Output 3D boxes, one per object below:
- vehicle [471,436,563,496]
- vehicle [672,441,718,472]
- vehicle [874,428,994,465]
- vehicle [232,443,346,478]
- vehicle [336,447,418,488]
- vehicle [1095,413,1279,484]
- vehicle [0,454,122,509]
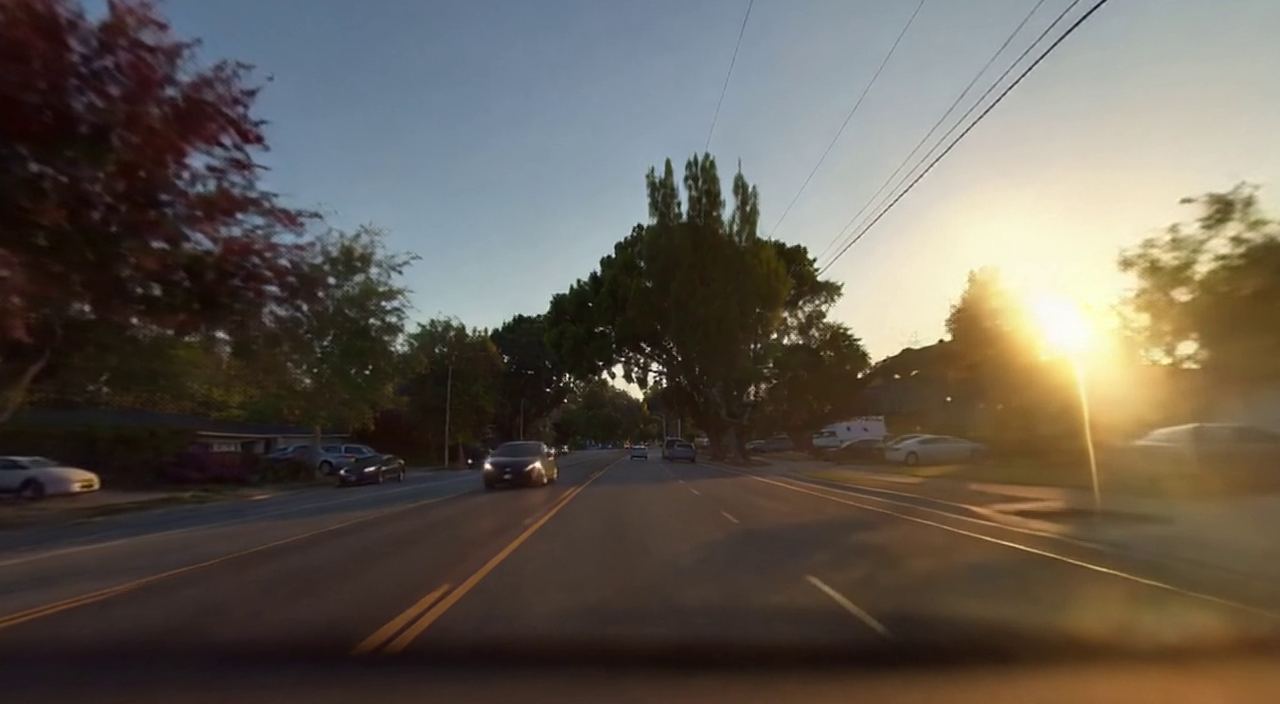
[{"bbox_3d":[-3.751,3.560,20.119,2.076,1.688,4.284,0,-8,0],"label":"vehicle"},{"bbox_3d":[2.886,5.590,34.091,1.983,1.557,4.078,0,-8,-2],"label":"vehicle"},{"bbox_3d":[12.528,4.077,27.165,4.183,1.516,1.884,0,-8,3],"label":"vehicle"},{"bbox_3d":[-18.921,5.867,34.215,4.837,1.808,2.176,0,-8,-1],"label":"vehicle"},{"bbox_3d":[-11.995,5.270,29.196,1.822,1.699,4.791,0,-8,-1],"label":"vehicle"},{"bbox_3d":[13.025,2.151,14.151,4.237,1.476,1.743,0,-8,1],"label":"vehicle"},{"bbox_3d":[-19.080,3.840,18.985,4.909,1.495,2.211,1,-8,-5],"label":"vehicle"}]
